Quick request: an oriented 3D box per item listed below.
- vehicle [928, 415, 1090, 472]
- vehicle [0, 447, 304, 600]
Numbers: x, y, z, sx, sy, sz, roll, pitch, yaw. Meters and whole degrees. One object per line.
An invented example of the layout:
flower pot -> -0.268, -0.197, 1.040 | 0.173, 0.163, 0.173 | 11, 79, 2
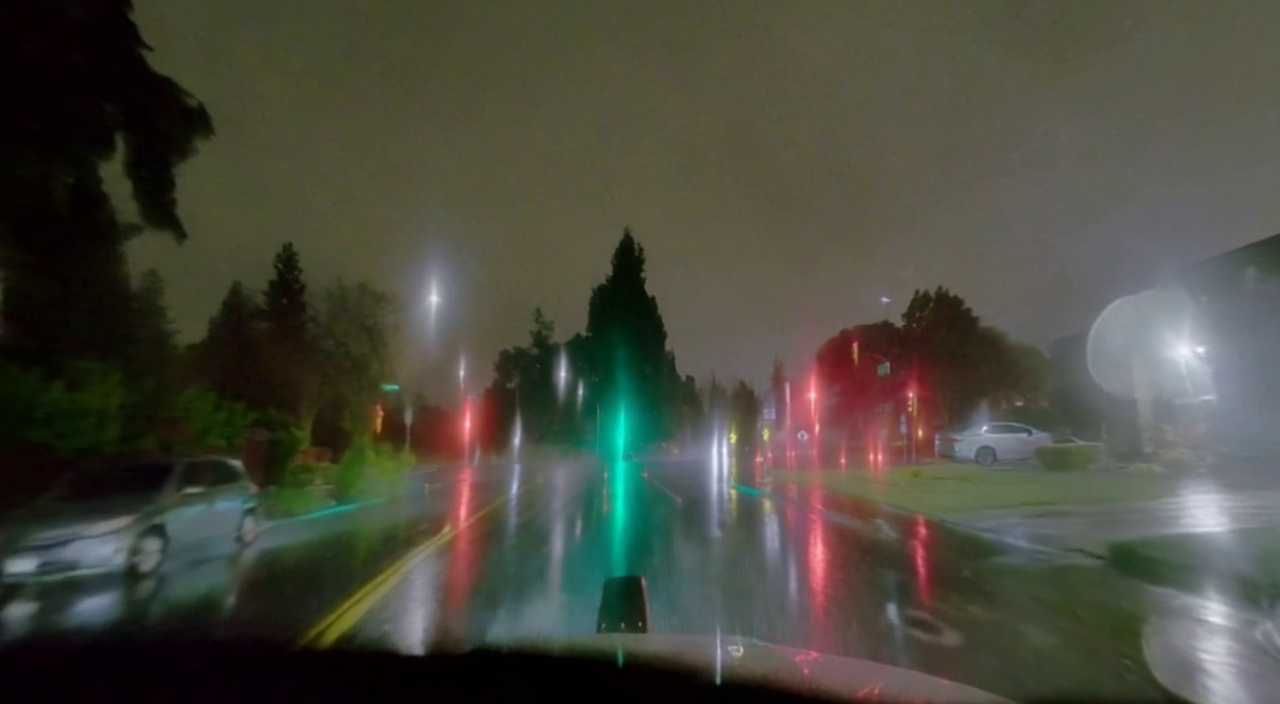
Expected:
vehicle -> 13.412, 3.379, 23.081 | 4.562, 1.850, 2.130 | 1, -9, 0
vehicle -> -6.763, 2.162, 8.776 | 2.033, 1.456, 4.370 | -4, -8, -5
